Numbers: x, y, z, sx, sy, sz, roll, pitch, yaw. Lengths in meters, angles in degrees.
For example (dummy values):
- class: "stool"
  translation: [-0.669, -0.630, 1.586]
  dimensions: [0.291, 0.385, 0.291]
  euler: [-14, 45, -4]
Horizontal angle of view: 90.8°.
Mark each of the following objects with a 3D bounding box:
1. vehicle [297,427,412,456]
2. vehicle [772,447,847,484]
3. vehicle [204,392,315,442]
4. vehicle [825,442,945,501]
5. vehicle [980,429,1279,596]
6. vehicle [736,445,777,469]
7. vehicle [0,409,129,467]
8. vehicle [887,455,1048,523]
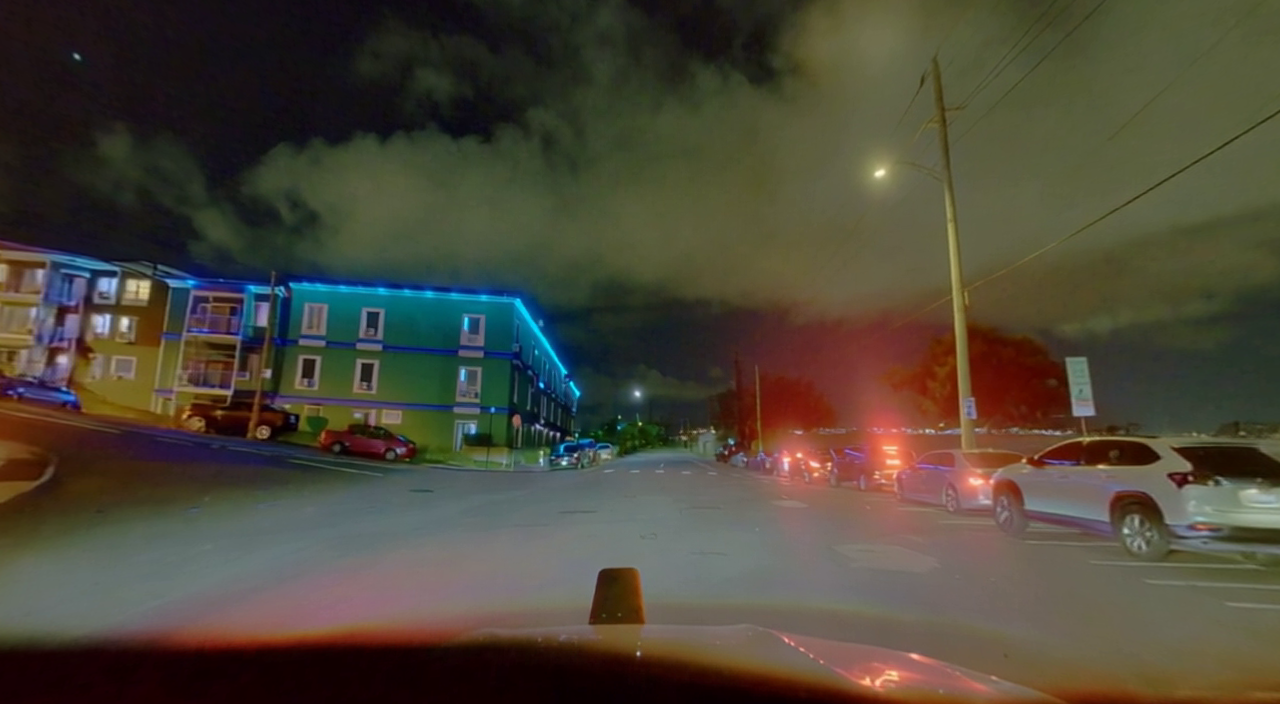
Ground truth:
- class: "vehicle"
  translation: [-13.577, 4.300, 30.314]
  dimensions: [4.603, 1.335, 1.889]
  euler: [1, -9, -8]
- class: "vehicle"
  translation: [7.885, 5.298, 29.881]
  dimensions: [2.122, 1.554, 4.777]
  euler: [0, -8, -1]
- class: "vehicle"
  translation: [-18.700, 3.208, 31.082]
  dimensions: [4.598, 1.645, 2.019]
  euler: [8, -5, 20]
- class: "vehicle"
  translation: [7.933, 3.873, 21.062]
  dimensions: [1.917, 1.704, 4.840]
  euler: [0, -8, -2]
- class: "vehicle"
  translation: [7.510, 2.118, 9.448]
  dimensions: [2.181, 1.792, 5.066]
  euler: [0, -8, 2]
- class: "vehicle"
  translation: [7.751, 7.021, 42.344]
  dimensions: [1.901, 1.495, 4.340]
  euler: [0, -8, 0]
- class: "vehicle"
  translation: [-16.512, 2.468, 17.980]
  dimensions: [4.175, 1.436, 2.017]
  euler: [-7, -11, 37]
- class: "vehicle"
  translation: [7.823, 3.271, 15.613]
  dimensions: [1.900, 1.368, 4.176]
  euler: [-1, -8, 3]
